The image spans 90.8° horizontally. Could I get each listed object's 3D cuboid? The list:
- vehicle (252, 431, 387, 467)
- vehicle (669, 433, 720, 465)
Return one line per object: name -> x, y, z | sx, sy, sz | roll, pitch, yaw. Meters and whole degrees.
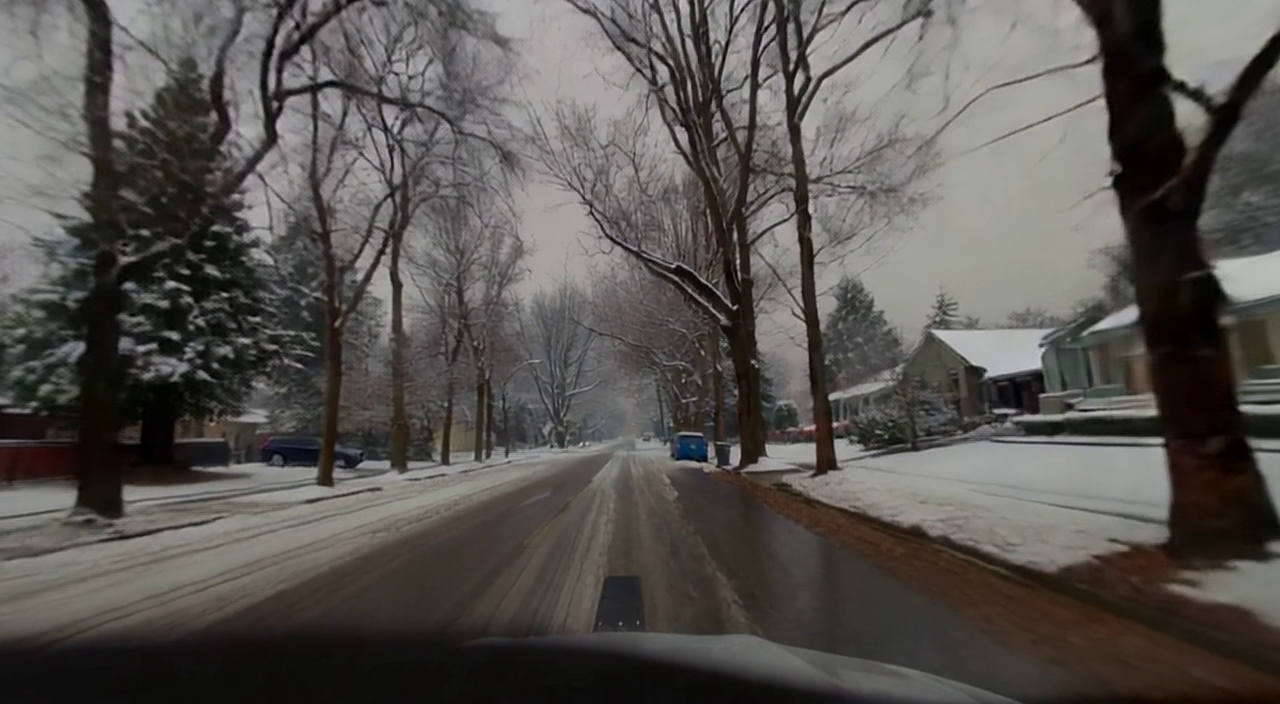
vehicle -> -16.778, 5.094, 33.358 | 5.902, 1.796, 2.183 | 0, -7, -3
vehicle -> 2.606, 4.724, 31.190 | 2.022, 1.455, 4.406 | 0, -7, -1
